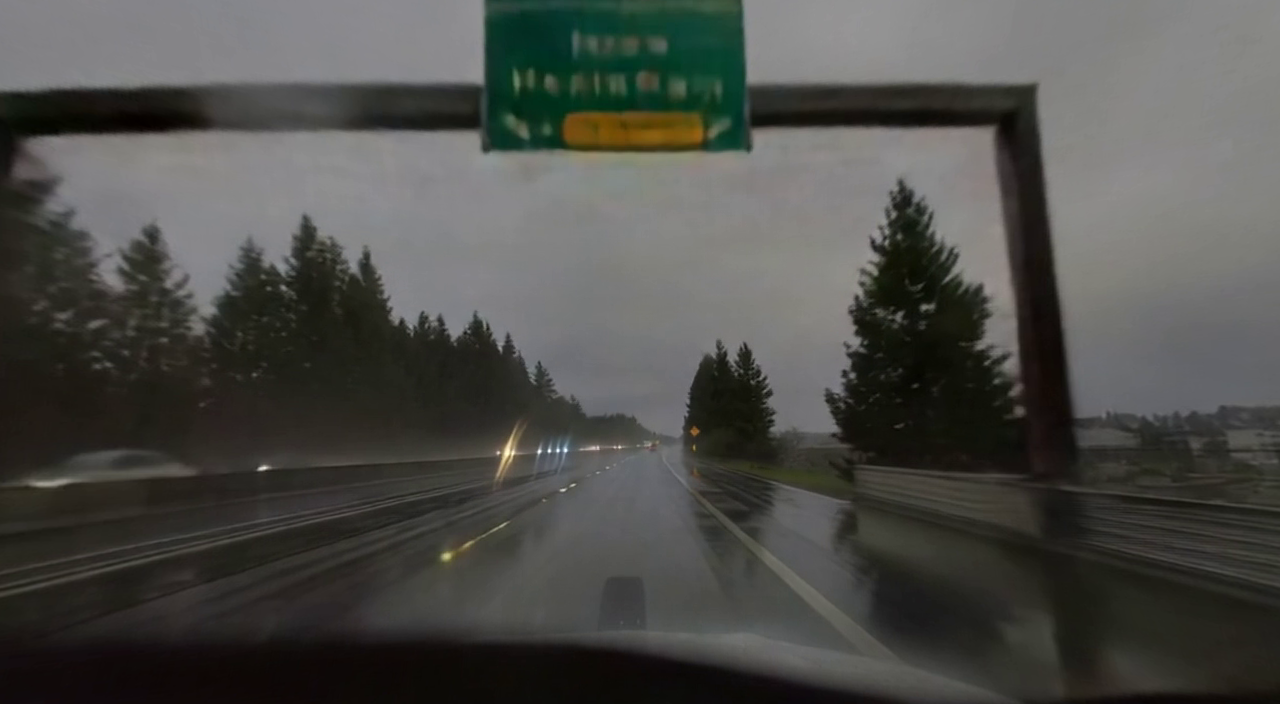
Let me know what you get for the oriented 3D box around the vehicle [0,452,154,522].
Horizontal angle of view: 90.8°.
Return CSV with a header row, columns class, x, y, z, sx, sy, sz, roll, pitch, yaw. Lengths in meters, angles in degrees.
class,x,y,z,sx,sy,sz,roll,pitch,yaw
vehicle,-13.775,3.048,14.656,1.704,1.396,4.014,-1,-9,1
